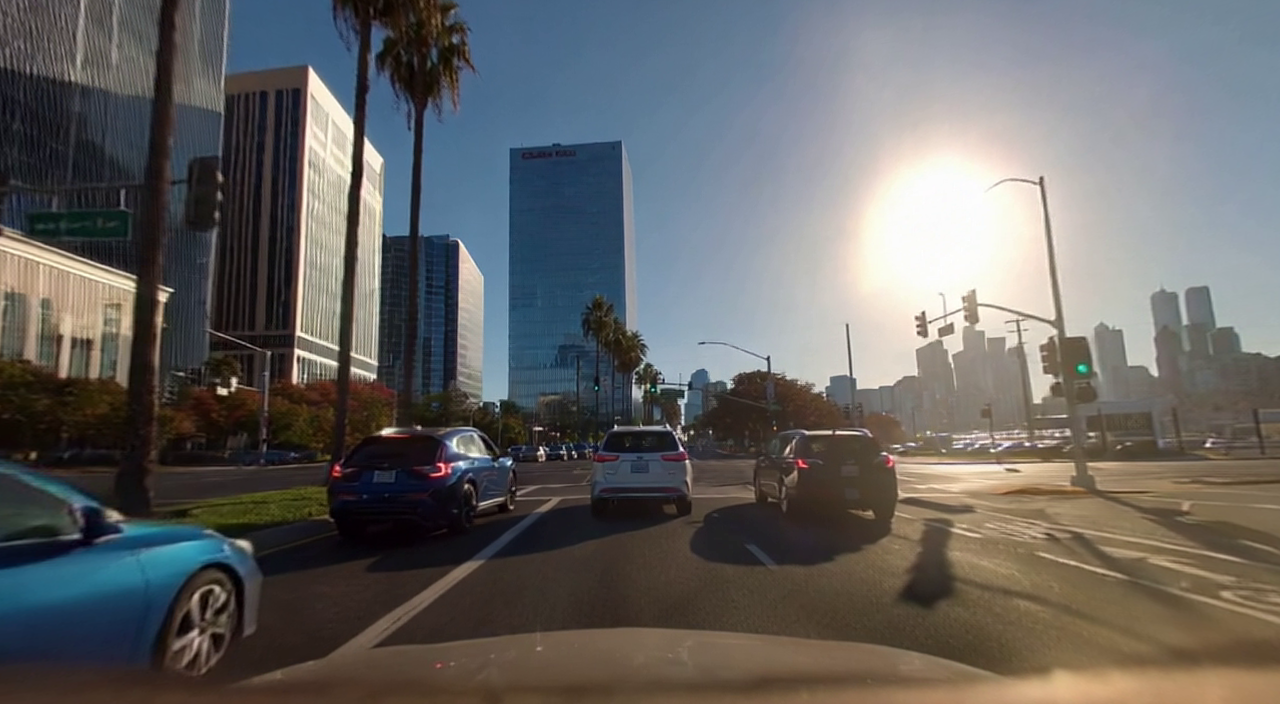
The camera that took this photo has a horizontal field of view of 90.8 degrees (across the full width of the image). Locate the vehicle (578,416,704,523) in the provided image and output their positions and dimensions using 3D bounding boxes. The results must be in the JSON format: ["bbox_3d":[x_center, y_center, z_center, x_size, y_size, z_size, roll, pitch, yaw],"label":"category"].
[{"bbox_3d":[0.016,2.247,12.517,2.060,1.730,4.257,0,-8,0],"label":"vehicle"}]

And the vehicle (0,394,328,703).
[{"bbox_3d":[-3.209,0.888,2.125,1.962,1.480,4.605,0,-9,0],"label":"vehicle"}]

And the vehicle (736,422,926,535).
[{"bbox_3d":[3.008,2.081,10.938,1.936,1.567,3.896,0,-9,-2],"label":"vehicle"}]

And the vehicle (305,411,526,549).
[{"bbox_3d":[-3.197,1.917,10.019,1.938,1.713,4.048,0,-9,1],"label":"vehicle"}]
